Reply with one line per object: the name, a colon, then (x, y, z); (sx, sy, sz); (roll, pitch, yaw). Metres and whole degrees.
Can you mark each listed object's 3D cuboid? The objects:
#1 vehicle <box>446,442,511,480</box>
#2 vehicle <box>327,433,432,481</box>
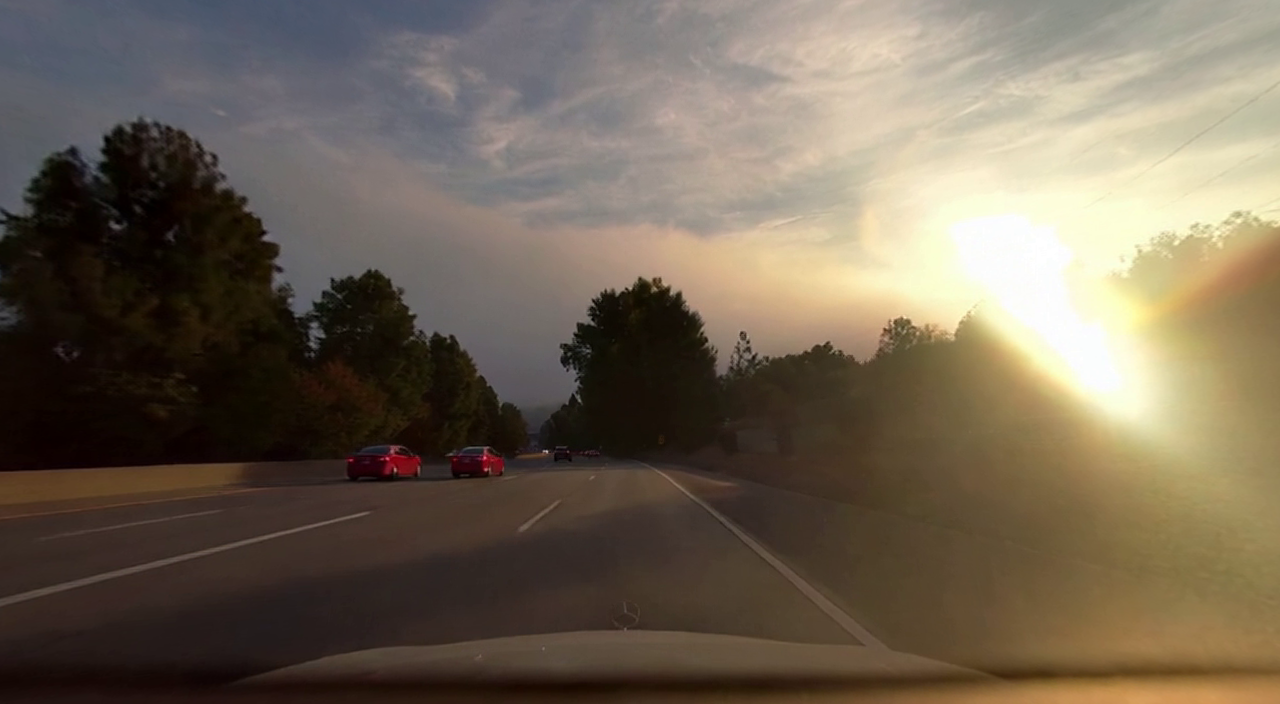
vehicle: (-7.648, 5.201, 30.257); (2.060, 1.680, 4.255); (0, -9, -1)
vehicle: (-11.623, 4.755, 28.667); (2.425, 1.926, 5.584); (0, -9, -1)
